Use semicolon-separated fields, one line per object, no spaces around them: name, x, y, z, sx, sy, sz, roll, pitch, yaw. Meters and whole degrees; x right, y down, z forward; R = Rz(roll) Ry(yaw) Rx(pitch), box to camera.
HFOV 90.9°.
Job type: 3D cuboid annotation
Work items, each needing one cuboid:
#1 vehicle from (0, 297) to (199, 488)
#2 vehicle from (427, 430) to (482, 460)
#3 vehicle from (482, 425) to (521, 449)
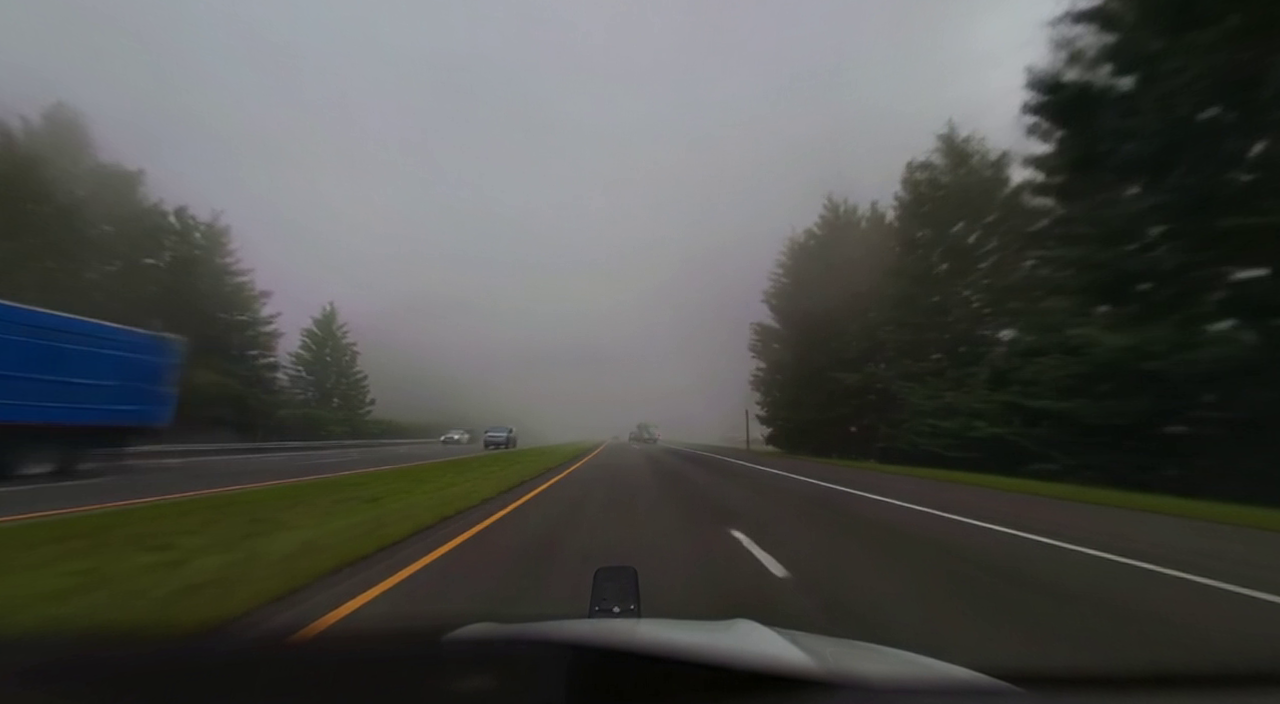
vehicle;-13.348;0.759;11.799;2.738;3.535;10.525;0;-8;-1
vehicle;-10.436;5.255;35.813;1.933;1.555;4.470;1;-7;-2
vehicle;-9.822;6.086;45.031;1.925;1.581;4.138;0;-8;-1
